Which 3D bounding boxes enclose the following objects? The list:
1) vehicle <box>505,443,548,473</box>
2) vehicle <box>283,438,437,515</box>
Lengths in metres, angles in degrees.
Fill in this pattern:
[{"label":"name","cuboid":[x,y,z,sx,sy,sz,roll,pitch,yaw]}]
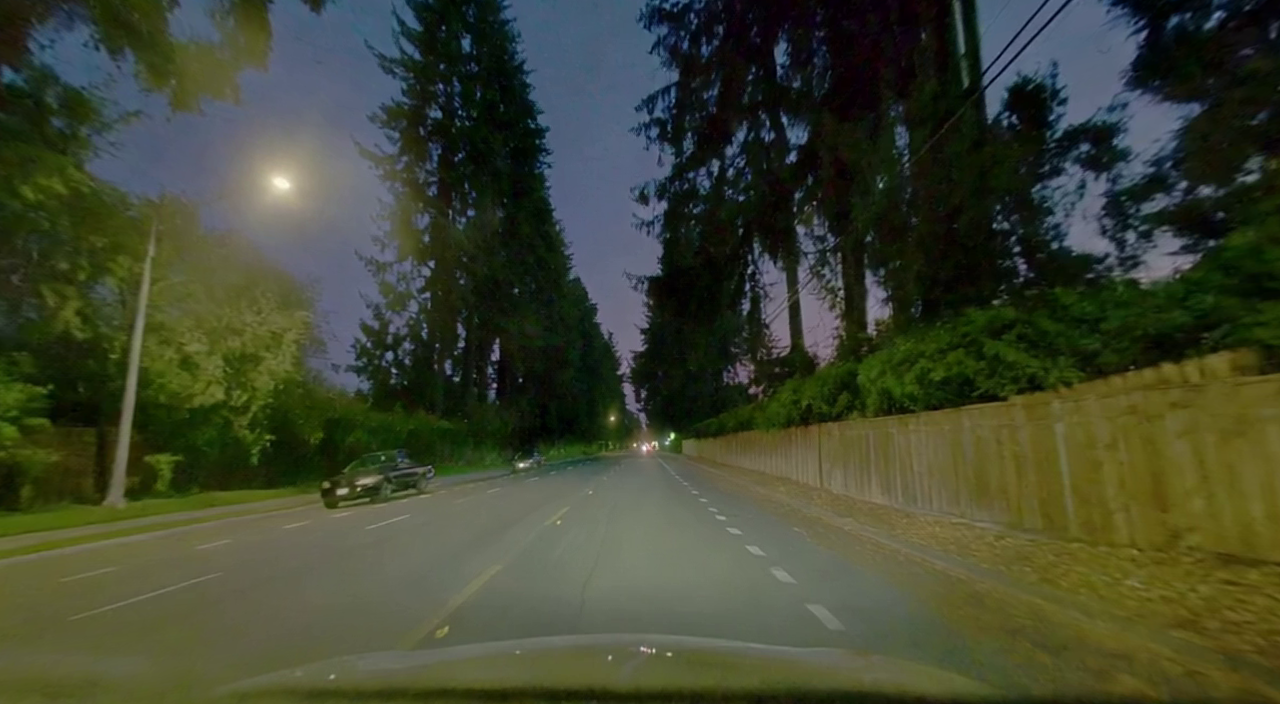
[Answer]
[{"label":"vehicle","cuboid":[-7.444,6.993,41.746,1.945,1.760,4.021,-3,-8,2]},{"label":"vehicle","cuboid":[-7.426,3.281,17.323,1.999,1.714,4.517,-3,-8,3]}]
